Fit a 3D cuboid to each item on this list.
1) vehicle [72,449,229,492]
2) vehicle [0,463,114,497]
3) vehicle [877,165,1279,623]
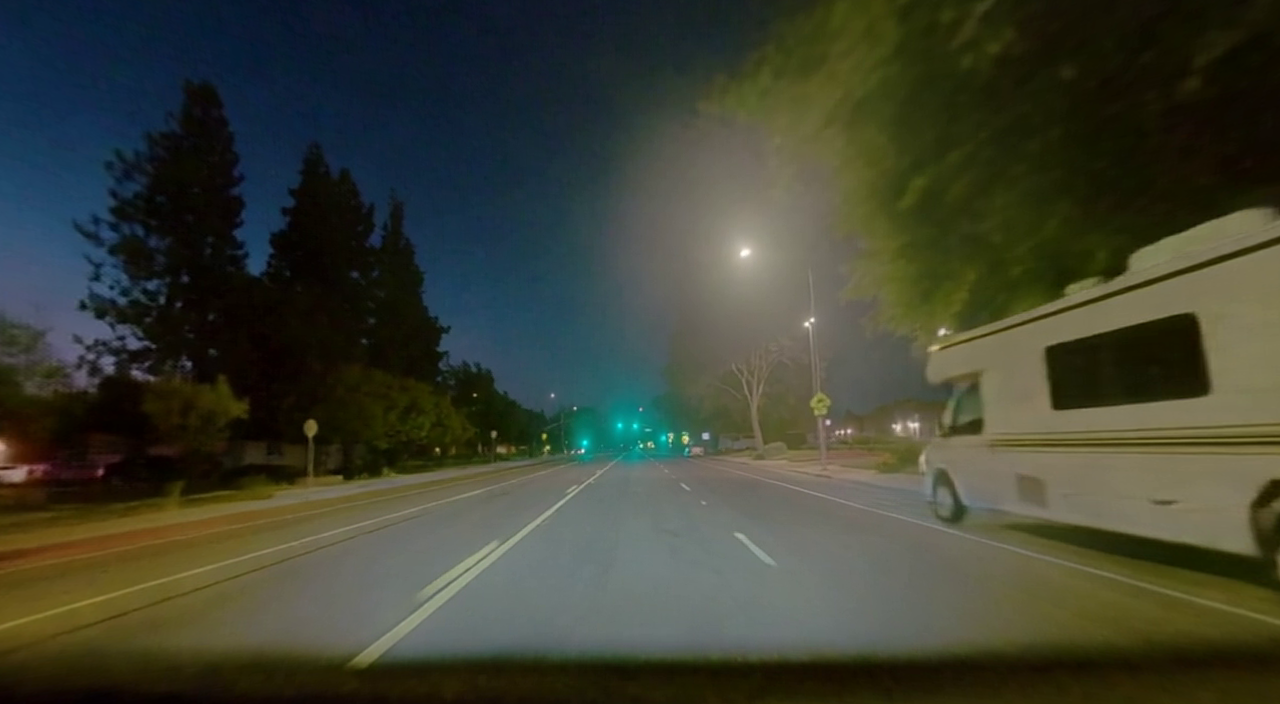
[{"bbox_3d":[-26.561,6.379,34.570,6.500,1.985,2.363,6,-10,-38],"label":"vehicle"},{"bbox_3d":[-28.102,6.055,30.097,4.501,1.415,1.806,7,-11,-37],"label":"vehicle"},{"bbox_3d":[6.046,0.669,6.993,2.944,3.252,9.712,0,-9,-1],"label":"vehicle"}]
